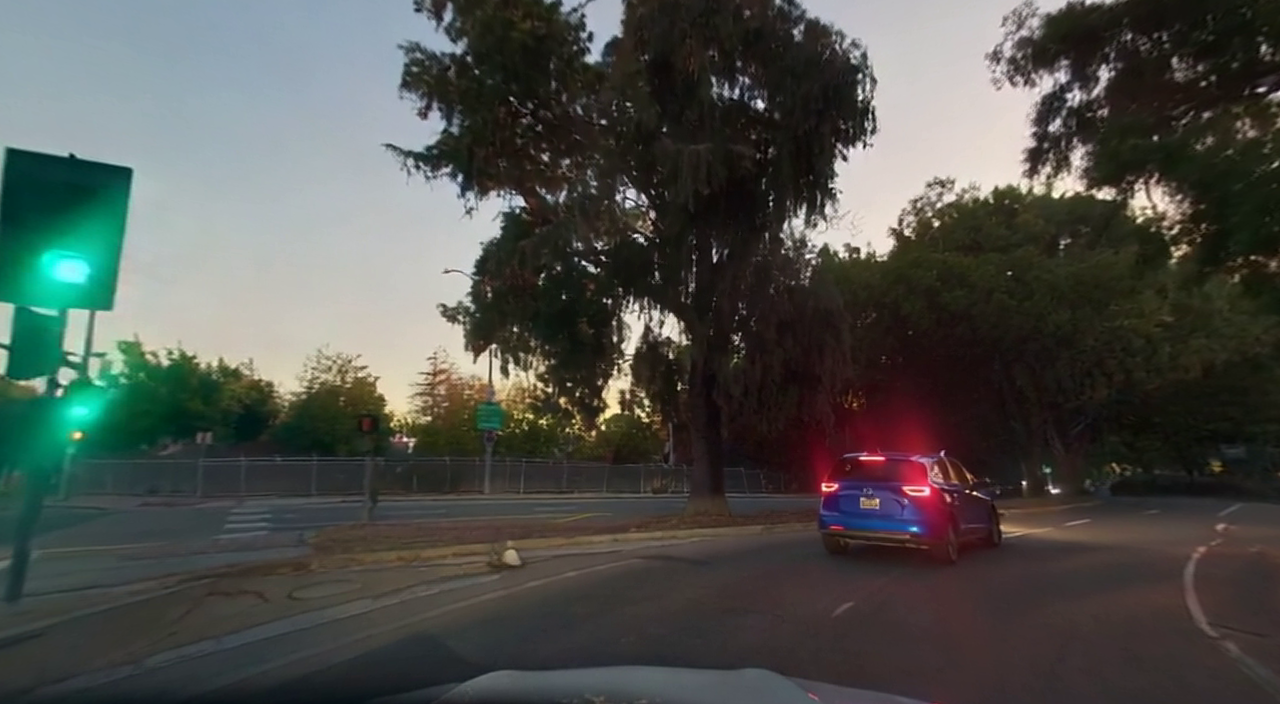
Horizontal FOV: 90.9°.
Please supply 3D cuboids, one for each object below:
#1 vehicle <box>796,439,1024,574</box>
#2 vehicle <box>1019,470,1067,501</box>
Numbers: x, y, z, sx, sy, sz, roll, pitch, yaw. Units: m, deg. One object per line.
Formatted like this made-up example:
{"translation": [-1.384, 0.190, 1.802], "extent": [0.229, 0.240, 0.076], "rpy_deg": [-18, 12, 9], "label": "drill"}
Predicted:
{"translation": [4.244, 2.107, 9.535], "extent": [2.148, 1.521, 4.089], "rpy_deg": [-6, -10, 37], "label": "vehicle"}
{"translation": [30.901, 10.157, 48.217], "extent": [2.150, 1.927, 5.209], "rpy_deg": [-8, -11, 41], "label": "vehicle"}
